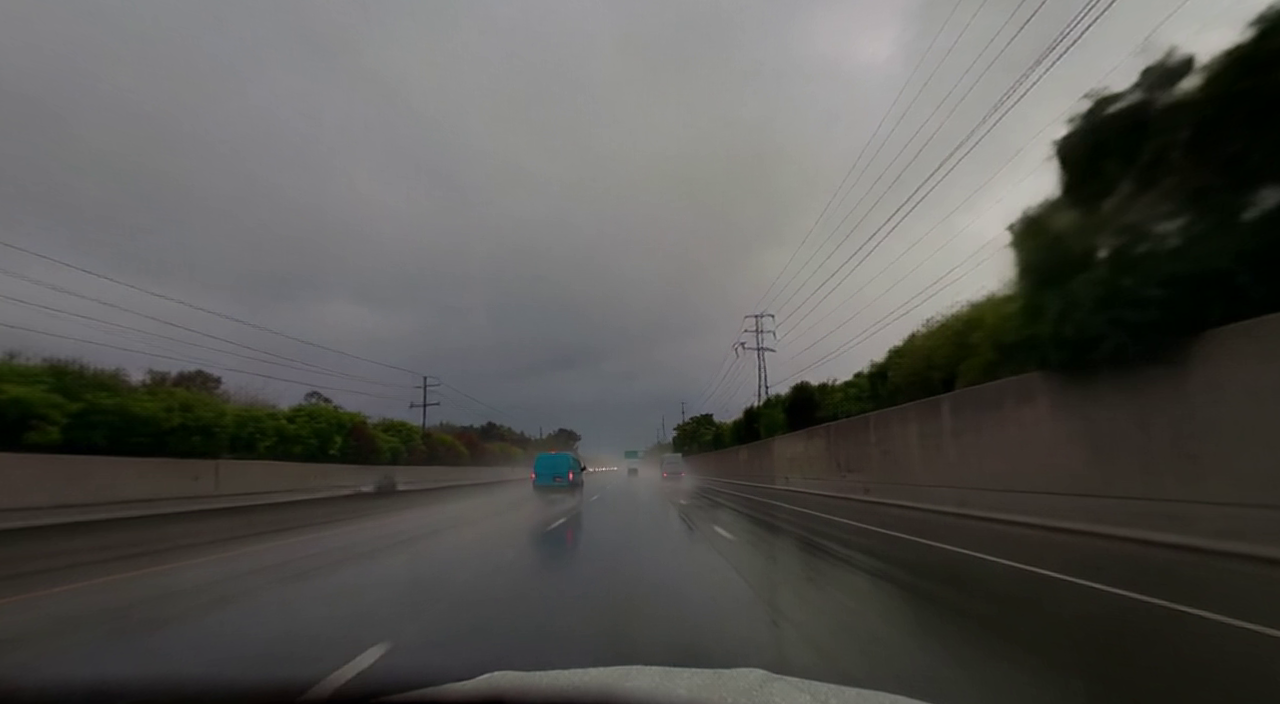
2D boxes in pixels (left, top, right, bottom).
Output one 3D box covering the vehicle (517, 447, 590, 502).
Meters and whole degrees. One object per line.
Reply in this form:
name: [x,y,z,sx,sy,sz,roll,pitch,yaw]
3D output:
vehicle: [-3.428,5.021,25.945,2.324,2.008,4.654,1,-11,0]
